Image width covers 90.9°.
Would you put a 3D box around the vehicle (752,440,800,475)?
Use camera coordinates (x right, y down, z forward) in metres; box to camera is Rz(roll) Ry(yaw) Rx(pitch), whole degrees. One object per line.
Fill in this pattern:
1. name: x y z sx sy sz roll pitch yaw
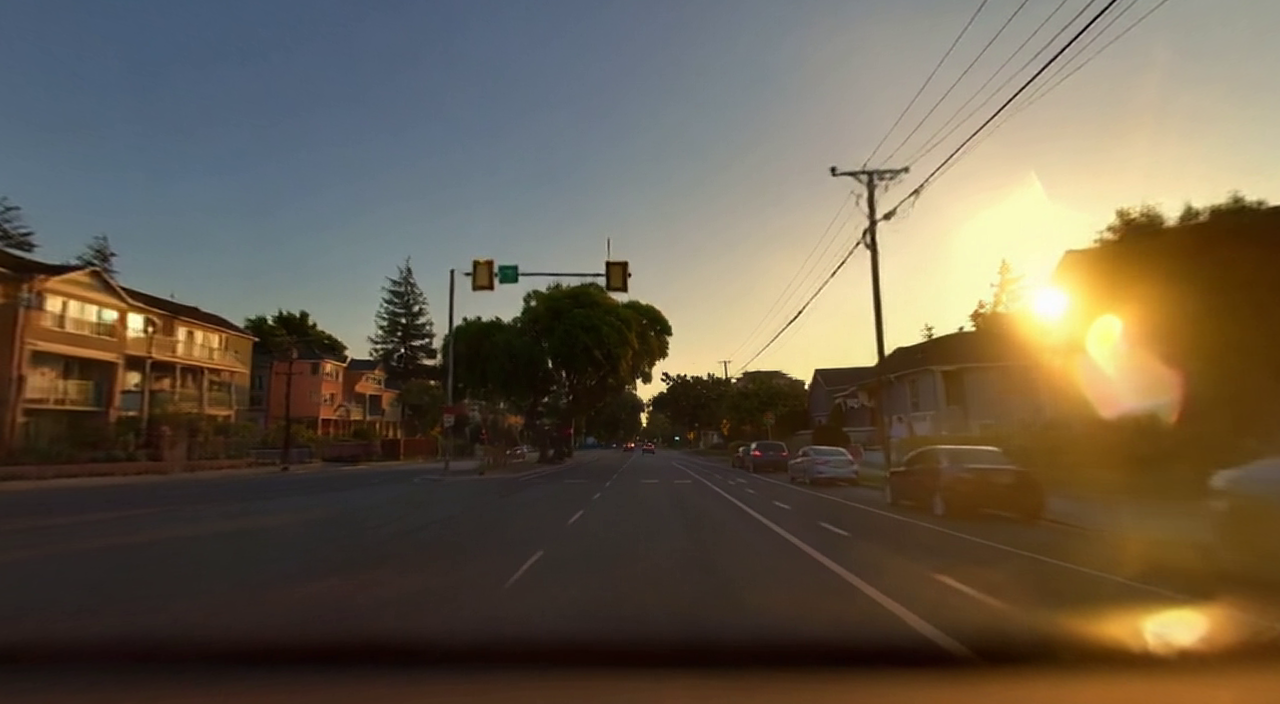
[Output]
1. vehicle: 6.555 5.100 30.650 1.752 1.590 3.090 0 -9 2

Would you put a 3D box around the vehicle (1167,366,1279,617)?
1. vehicle: 6.120 0.860 3.372 2.293 1.942 5.004 0 -9 1

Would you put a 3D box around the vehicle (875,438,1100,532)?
1. vehicle: 6.292 2.420 12.152 1.936 1.456 4.445 0 -9 2

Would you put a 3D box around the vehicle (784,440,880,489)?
1. vehicle: 6.393 3.791 21.564 1.976 1.498 4.390 0 -9 1
